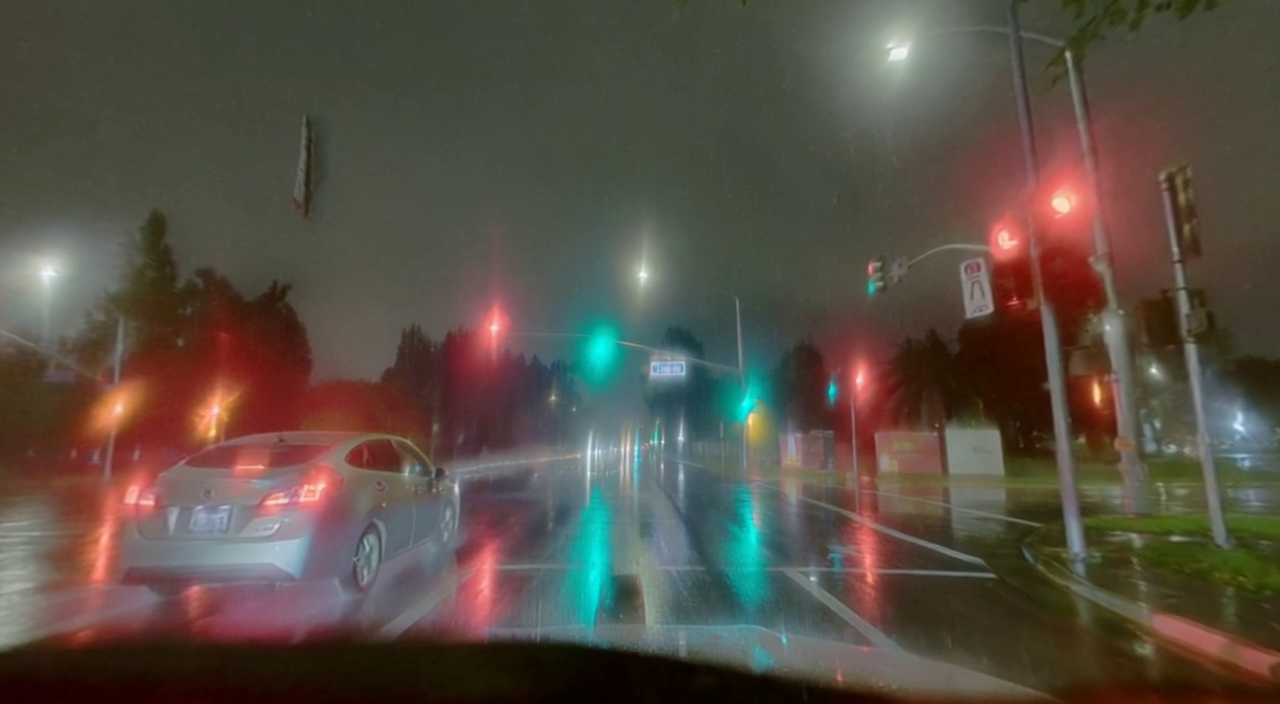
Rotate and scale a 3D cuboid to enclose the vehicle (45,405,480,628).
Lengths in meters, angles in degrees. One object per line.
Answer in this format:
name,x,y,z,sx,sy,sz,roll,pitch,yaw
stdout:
vehicle,-3.311,1.528,6.907,2.076,1.599,4.483,0,-9,-2
